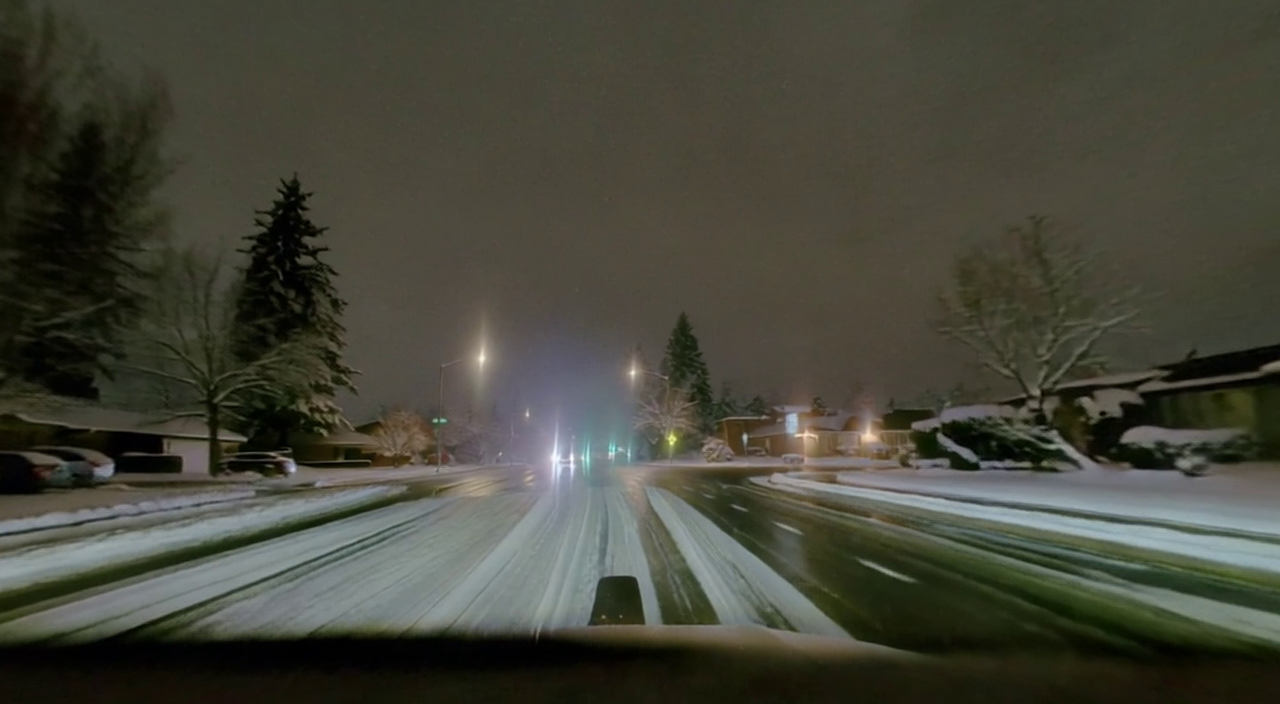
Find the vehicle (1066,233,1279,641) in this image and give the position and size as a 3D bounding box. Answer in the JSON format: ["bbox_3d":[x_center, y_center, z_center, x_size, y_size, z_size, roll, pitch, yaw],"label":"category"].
[{"bbox_3d":[7.107,0.313,2.588,4.991,2.862,7.939,0,-9,-2],"label":"vehicle"}]

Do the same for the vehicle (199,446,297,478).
[{"bbox_3d":[-22.283,6.261,36.044,4.050,1.755,2.243,1,-8,-3],"label":"vehicle"}]

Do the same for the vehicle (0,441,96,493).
[{"bbox_3d":[-24.297,4.355,24.027,4.975,1.847,2.096,0,-8,-10],"label":"vehicle"}]
